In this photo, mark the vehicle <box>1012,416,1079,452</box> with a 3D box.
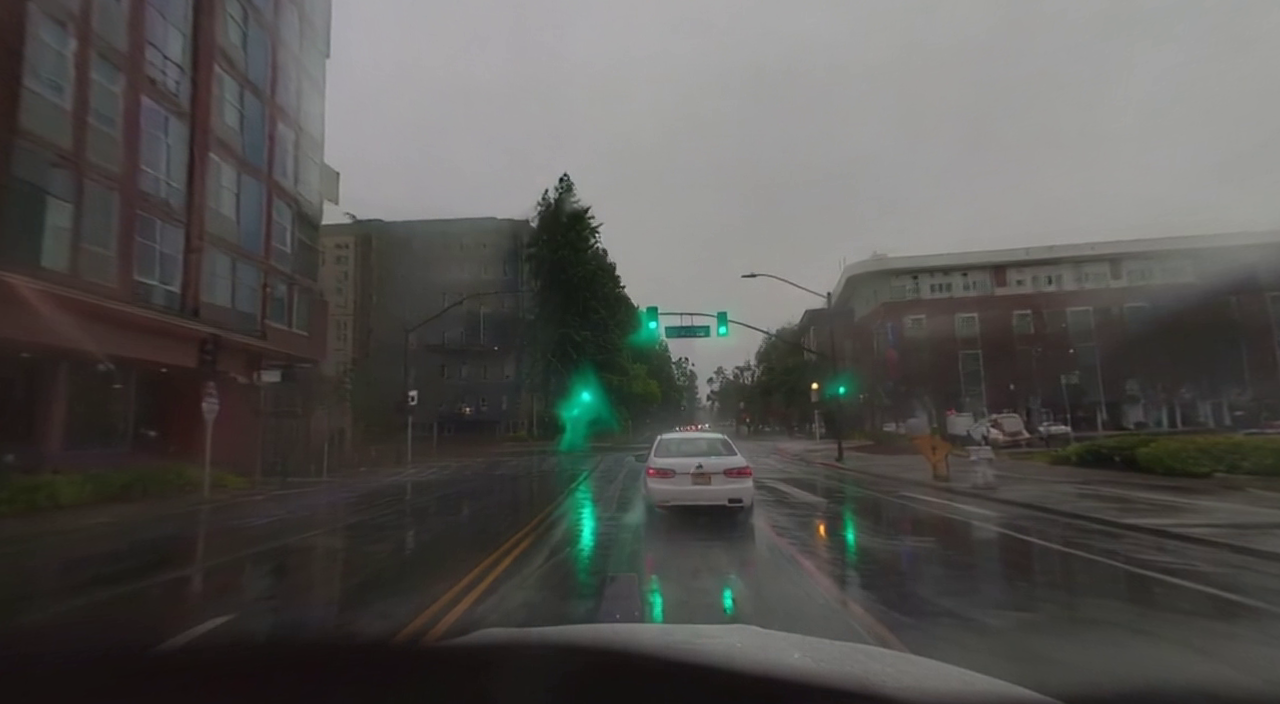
[{"bbox_3d":[28.772,5.874,44.829,2.176,2.400,4.821,-1,-8,10],"label":"vehicle"}]

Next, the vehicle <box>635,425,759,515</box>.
[{"bbox_3d":[0.985,2.145,12.082,1.950,1.401,4.159,0,-8,2],"label":"vehicle"}]

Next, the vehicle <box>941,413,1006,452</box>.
[{"bbox_3d":[23.830,5.785,45.245,2.311,2.623,5.870,-1,-8,10],"label":"vehicle"}]
